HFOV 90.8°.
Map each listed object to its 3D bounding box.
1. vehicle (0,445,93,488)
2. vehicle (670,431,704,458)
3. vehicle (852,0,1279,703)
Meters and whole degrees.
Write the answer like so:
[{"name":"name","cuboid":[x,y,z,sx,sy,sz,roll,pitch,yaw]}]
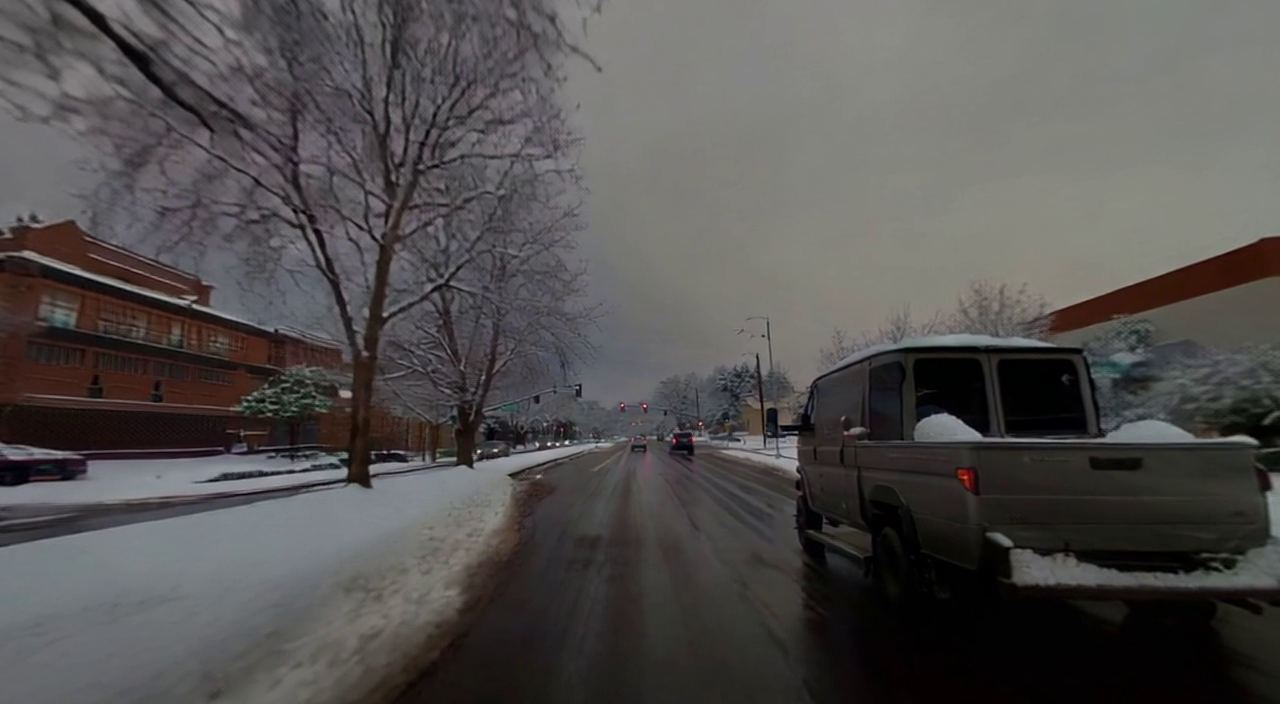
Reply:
[{"name":"vehicle","cuboid":[-28.023,5.200,28.547,1.978,1.781,4.917,-3,-11,3]},{"name":"vehicle","cuboid":[3.520,7.023,47.978,2.099,1.936,4.575,0,-9,-1]},{"name":"vehicle","cuboid":[3.828,-0.102,1.828,2.731,3.407,10.262,0,-9,-1]}]
